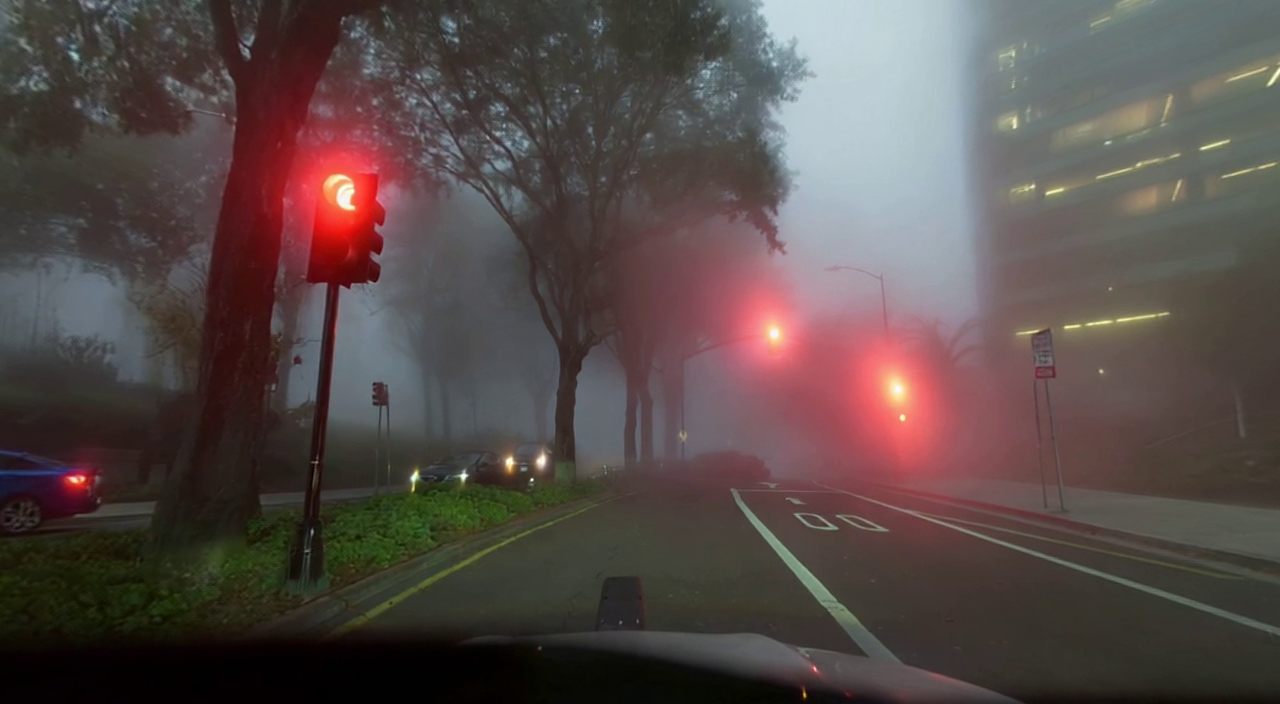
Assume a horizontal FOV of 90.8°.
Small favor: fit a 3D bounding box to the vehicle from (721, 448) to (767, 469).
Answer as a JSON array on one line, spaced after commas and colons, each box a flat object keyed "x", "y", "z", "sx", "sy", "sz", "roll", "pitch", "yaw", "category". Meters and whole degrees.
[{"x": 7.868, "y": 8.125, "z": 48.415, "sx": 1.829, "sy": 1.440, "sz": 4.384, "roll": 2, "pitch": -9, "yaw": -14, "category": "vehicle"}]

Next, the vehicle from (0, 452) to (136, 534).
[{"x": -12.853, "y": 2.716, "z": 12.272, "sx": 4.598, "sy": 1.490, "sz": 1.816, "roll": 7, "pitch": -11, "yaw": -40, "category": "vehicle"}]
